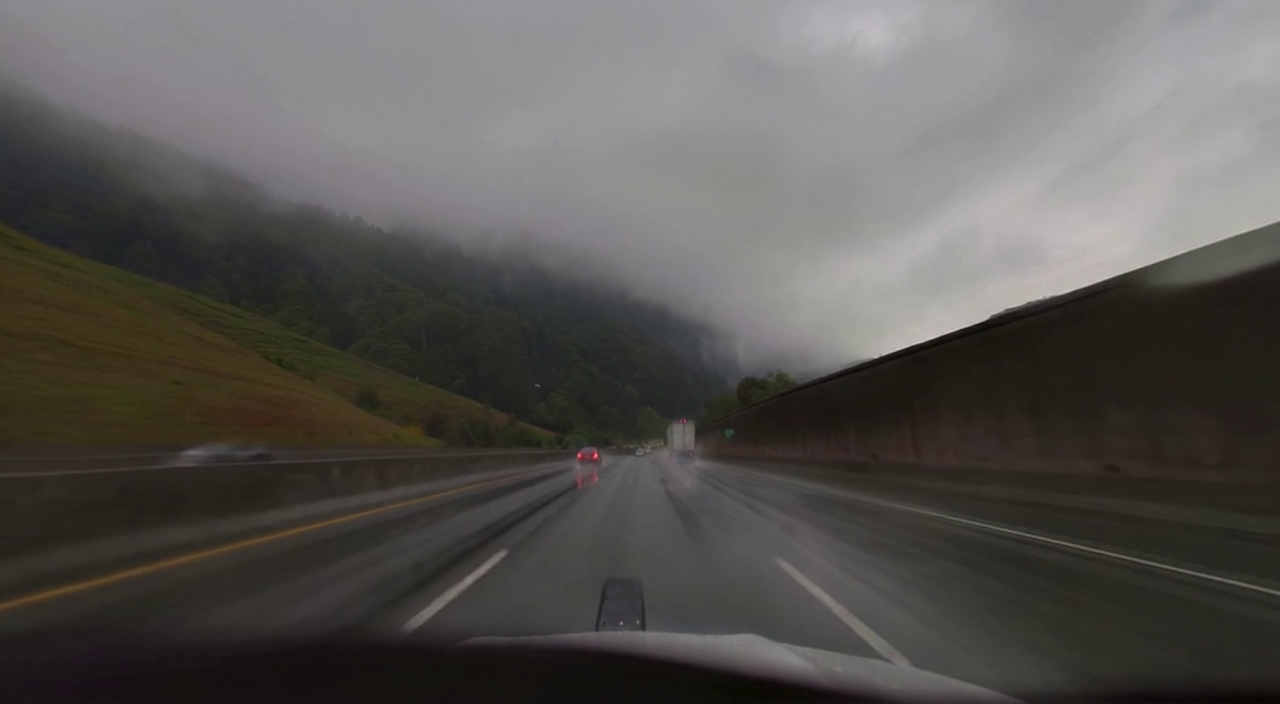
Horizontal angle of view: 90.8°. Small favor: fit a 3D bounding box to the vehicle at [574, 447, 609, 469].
[{"bbox_3d":[-3.489,7.787,46.559,2.060,1.475,5.314,0,-9,1],"label":"vehicle"}]
